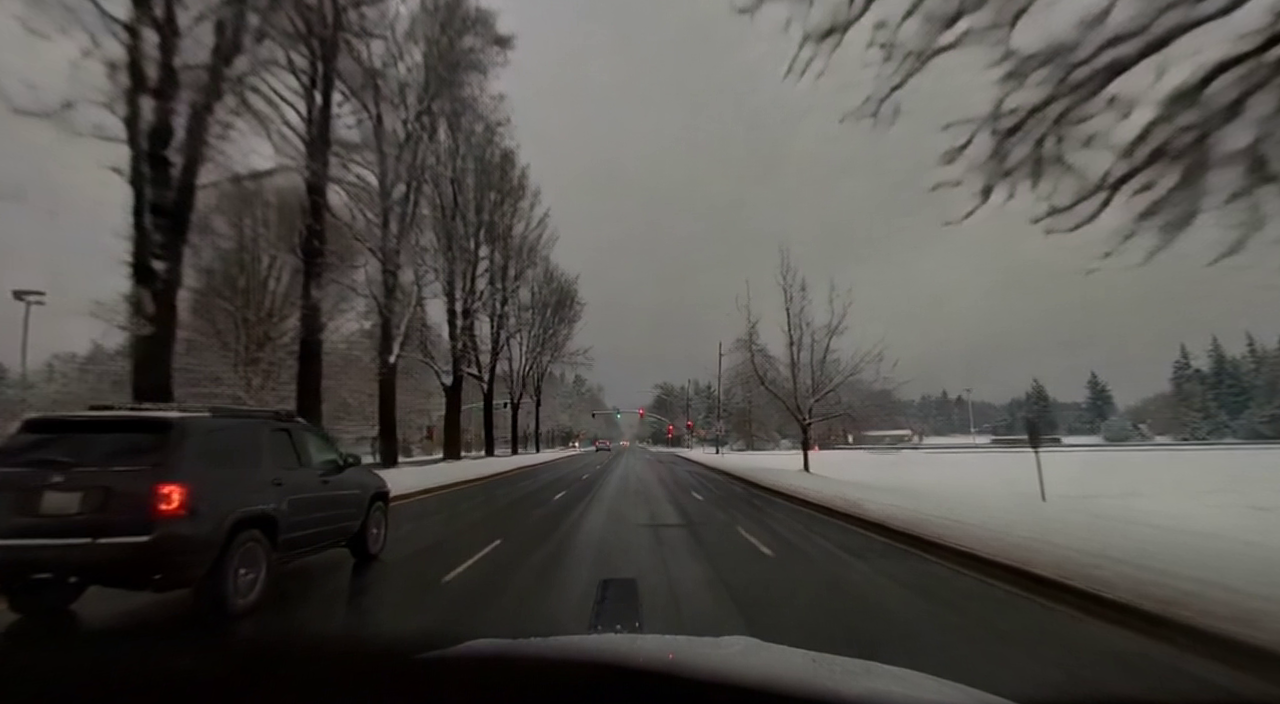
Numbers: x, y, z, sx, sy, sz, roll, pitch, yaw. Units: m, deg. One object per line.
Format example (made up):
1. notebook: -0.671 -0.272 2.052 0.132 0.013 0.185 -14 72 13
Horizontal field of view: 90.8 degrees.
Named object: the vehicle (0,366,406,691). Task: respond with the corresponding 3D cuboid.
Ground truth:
1. vehicle: -3.770 1.242 5.469 2.018 1.769 3.897 0 -8 -1
